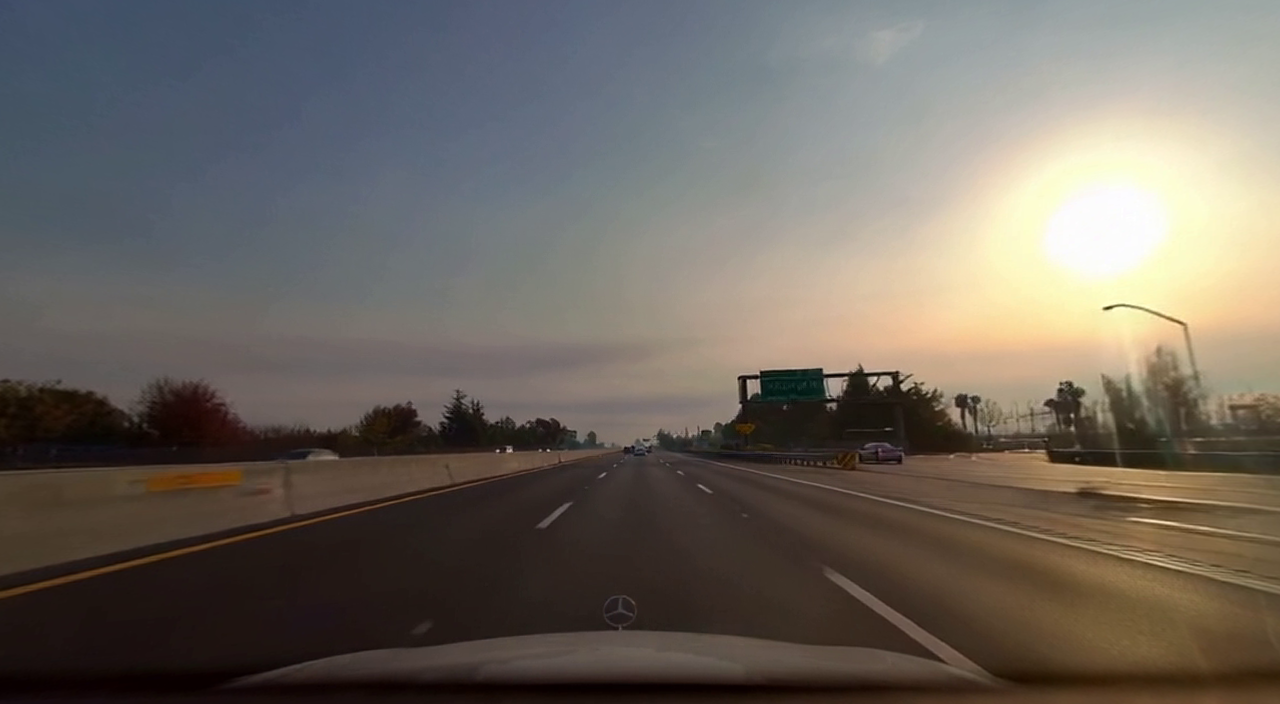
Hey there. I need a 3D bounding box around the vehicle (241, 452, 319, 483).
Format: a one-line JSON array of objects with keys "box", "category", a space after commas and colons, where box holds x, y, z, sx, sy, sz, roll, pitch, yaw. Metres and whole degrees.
[{"box": [-20.255, 6.492, 35.573, 1.855, 1.552, 4.257, -1, -9, 0], "category": "vehicle"}]

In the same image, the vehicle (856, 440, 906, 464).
[{"box": [15.199, 6.323, 39.786, 1.699, 1.453, 3.689, -1, -9, 0], "category": "vehicle"}]
